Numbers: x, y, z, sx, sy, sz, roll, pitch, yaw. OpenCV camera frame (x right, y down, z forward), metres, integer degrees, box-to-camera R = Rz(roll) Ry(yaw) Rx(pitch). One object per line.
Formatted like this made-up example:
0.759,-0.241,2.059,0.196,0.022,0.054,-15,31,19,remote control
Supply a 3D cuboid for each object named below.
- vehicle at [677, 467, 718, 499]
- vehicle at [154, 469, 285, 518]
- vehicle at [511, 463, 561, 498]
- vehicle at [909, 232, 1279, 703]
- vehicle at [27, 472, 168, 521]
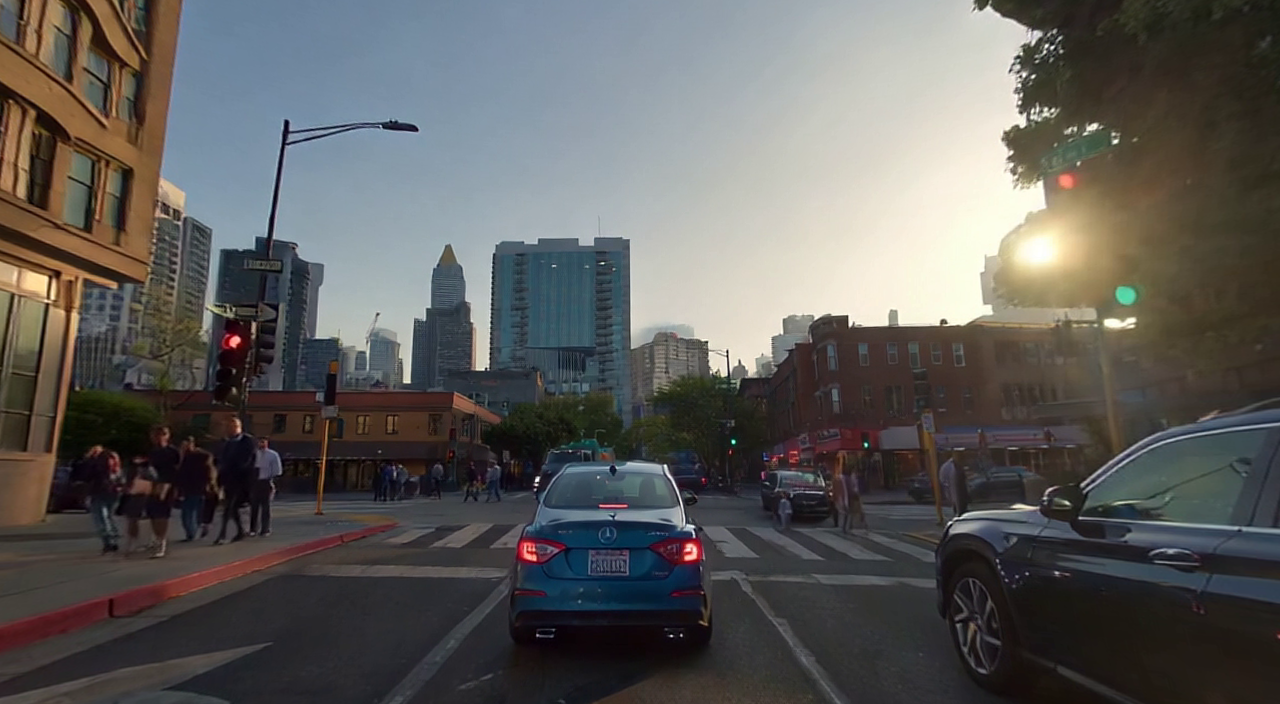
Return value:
3.472,8.026,38.856,1.908,1.741,4.066,0,-9,-3,vehicle
-19.774,6.651,29.751,4.750,2.083,2.002,-1,-9,3,vehicle
-6.345,7.875,39.009,2.226,1.896,4.438,-1,-9,1,vehicle
3.211,0.549,1.259,2.632,1.979,6.096,0,-9,0,vehicle
-25.483,6.772,29.737,4.588,2.048,2.110,0,-9,1,vehicle
